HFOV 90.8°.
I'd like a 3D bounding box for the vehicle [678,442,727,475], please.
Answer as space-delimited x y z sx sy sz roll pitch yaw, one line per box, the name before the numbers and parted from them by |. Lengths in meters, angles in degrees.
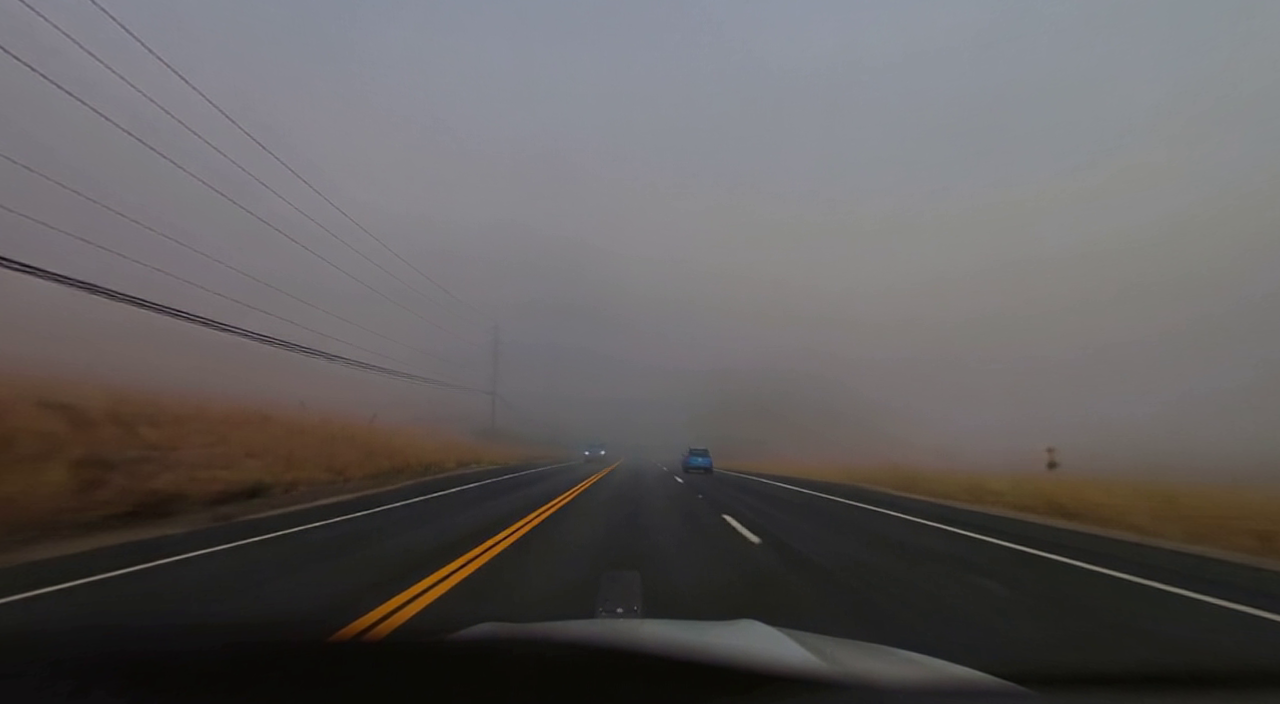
vehicle | 3.330 5.756 34.382 2.135 1.692 4.185 0 -9 -1
